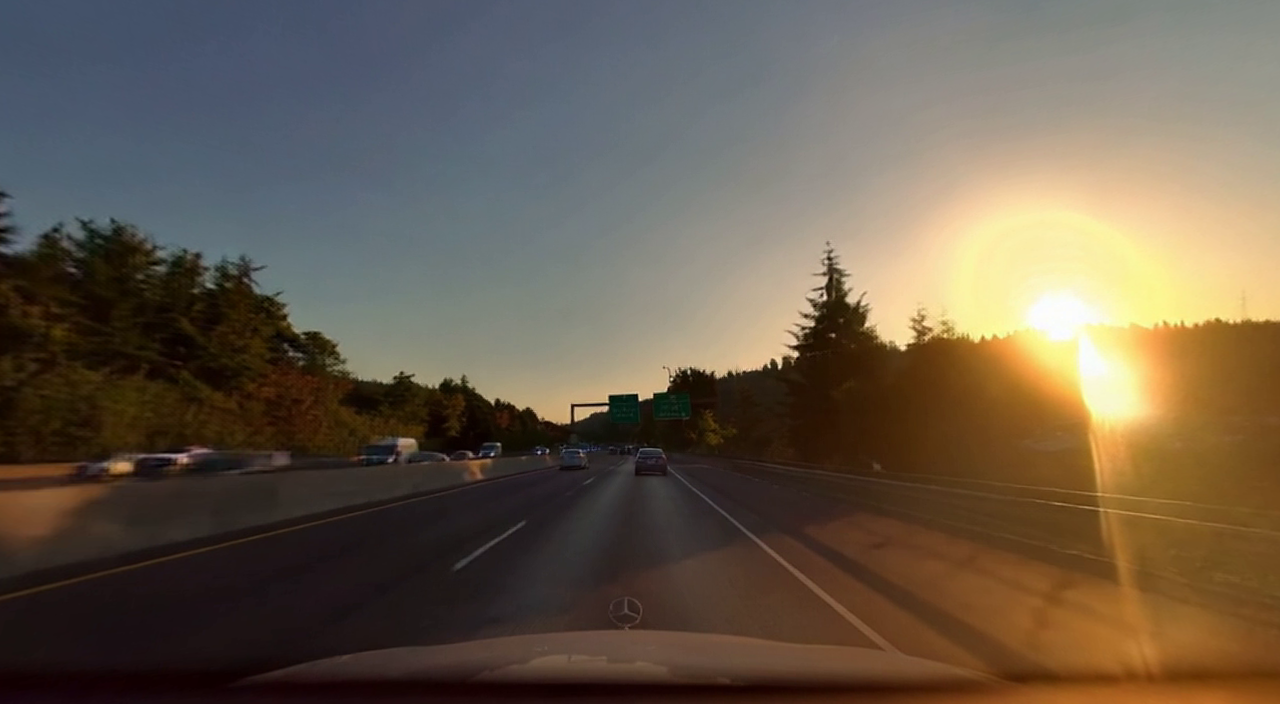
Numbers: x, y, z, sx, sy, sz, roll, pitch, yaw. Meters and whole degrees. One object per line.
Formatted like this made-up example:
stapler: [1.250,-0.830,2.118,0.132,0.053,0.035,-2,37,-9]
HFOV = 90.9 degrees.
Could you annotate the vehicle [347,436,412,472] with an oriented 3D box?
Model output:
vehicle: [-20.418,8.045,49.800,2.353,2.613,6.328,0,-9,1]

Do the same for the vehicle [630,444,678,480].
vehicle: [0.625,4.820,27.773,1.960,1.456,3.818,-1,-9,1]

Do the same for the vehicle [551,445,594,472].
vehicle: [-4.036,6.461,38.296,2.081,1.534,4.543,0,-9,1]

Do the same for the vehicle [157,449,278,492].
vehicle: [-16.917,4.734,25.535,1.893,1.544,4.323,0,-9,-1]

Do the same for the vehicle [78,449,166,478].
vehicle: [-31.483,6.778,38.467,1.857,1.602,4.302,0,-9,-3]
